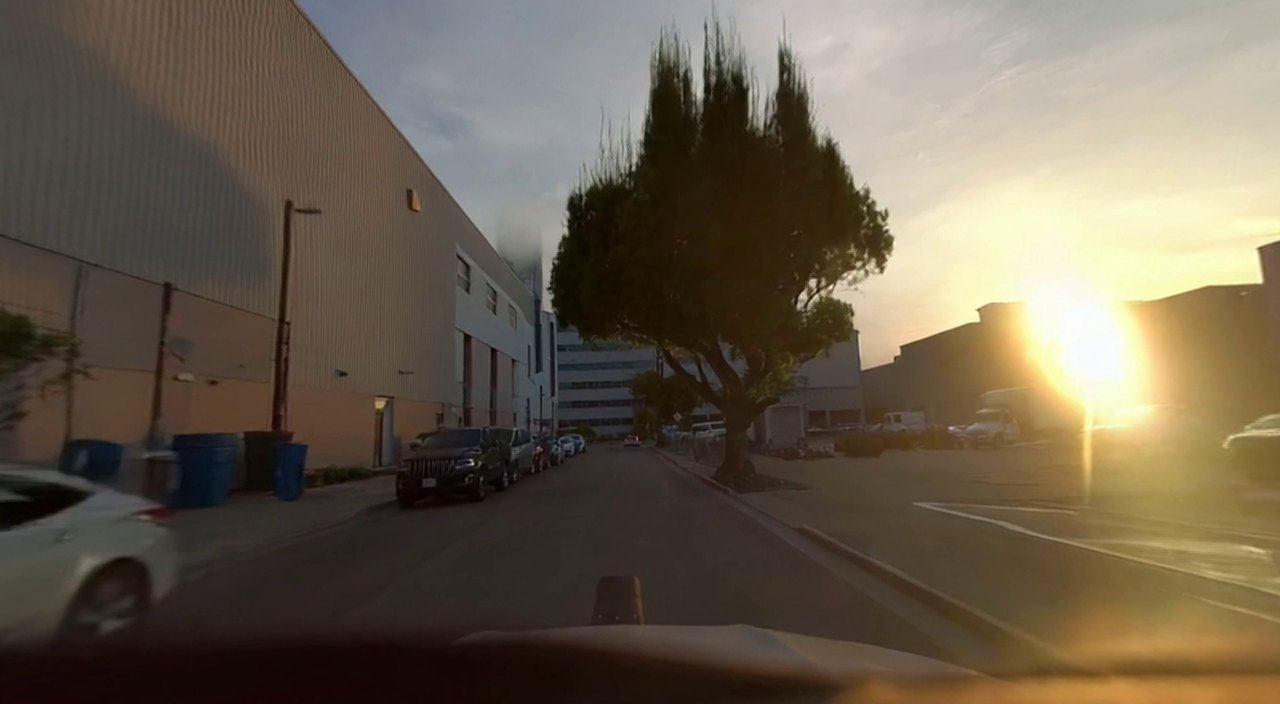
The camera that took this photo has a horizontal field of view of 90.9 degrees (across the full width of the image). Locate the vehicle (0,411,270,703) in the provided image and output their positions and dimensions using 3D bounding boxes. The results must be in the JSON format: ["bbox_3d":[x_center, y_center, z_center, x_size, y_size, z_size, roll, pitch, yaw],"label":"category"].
[{"bbox_3d":[-4.122,1.124,3.115,2.040,1.501,4.440,-4,-9,-2],"label":"vehicle"}]

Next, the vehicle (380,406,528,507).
[{"bbox_3d":[-4.170,2.494,15.065,2.161,1.843,5.181,-3,-9,-3],"label":"vehicle"}]

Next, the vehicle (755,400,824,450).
[{"bbox_3d":[10.117,5.090,43.497,2.622,3.108,7.053,0,-8,-3],"label":"vehicle"}]
